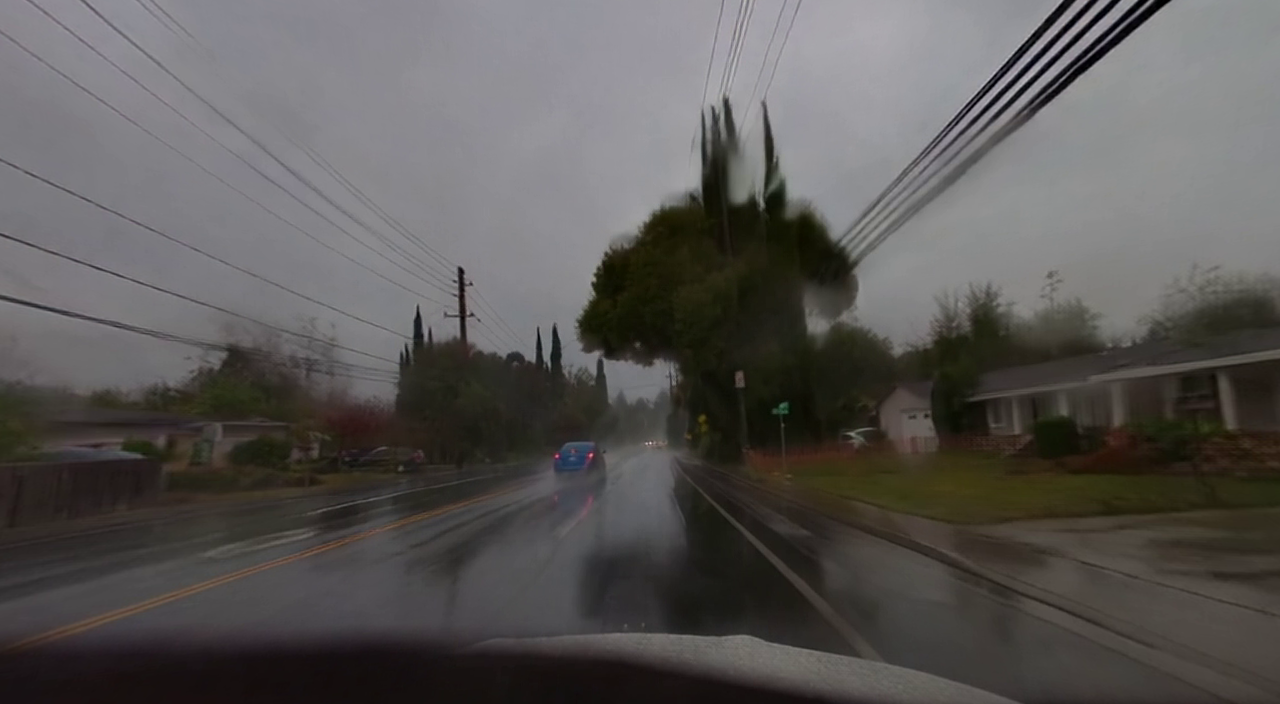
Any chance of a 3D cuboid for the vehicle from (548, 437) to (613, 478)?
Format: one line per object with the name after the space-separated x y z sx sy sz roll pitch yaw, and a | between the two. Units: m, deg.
-2.362 4.370 26.451 2.085 1.512 5.023 0 -8 2 | vehicle
